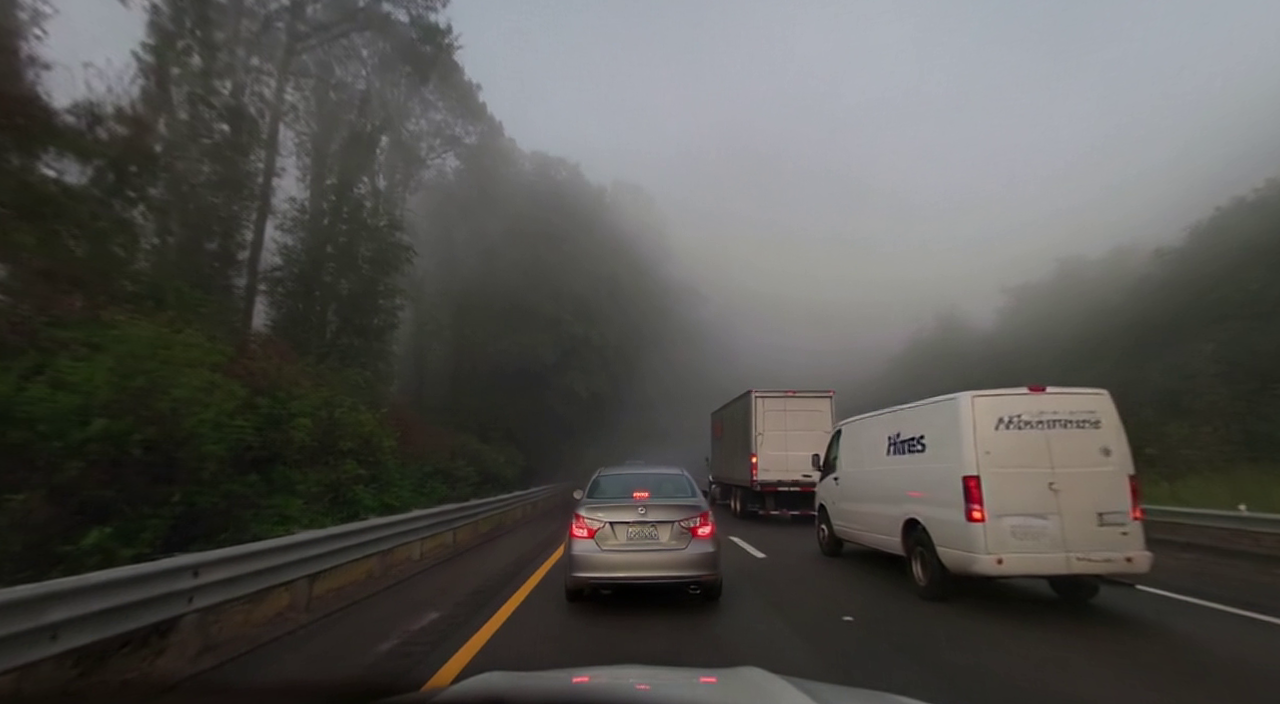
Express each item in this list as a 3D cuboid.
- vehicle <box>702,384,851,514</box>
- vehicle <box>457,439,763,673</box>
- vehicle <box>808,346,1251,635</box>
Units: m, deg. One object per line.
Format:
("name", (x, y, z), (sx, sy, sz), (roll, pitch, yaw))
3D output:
("vehicle", (4.774, 4.030, 25.228), (2.936, 3.972, 11.144), (1, -11, -3))
("vehicle", (-0.241, 1.660, 5.891), (1.980, 1.493, 3.410), (1, -11, -2))
("vehicle", (4.151, 1.697, 8.318), (2.328, 2.537, 5.290), (1, -11, -1))
